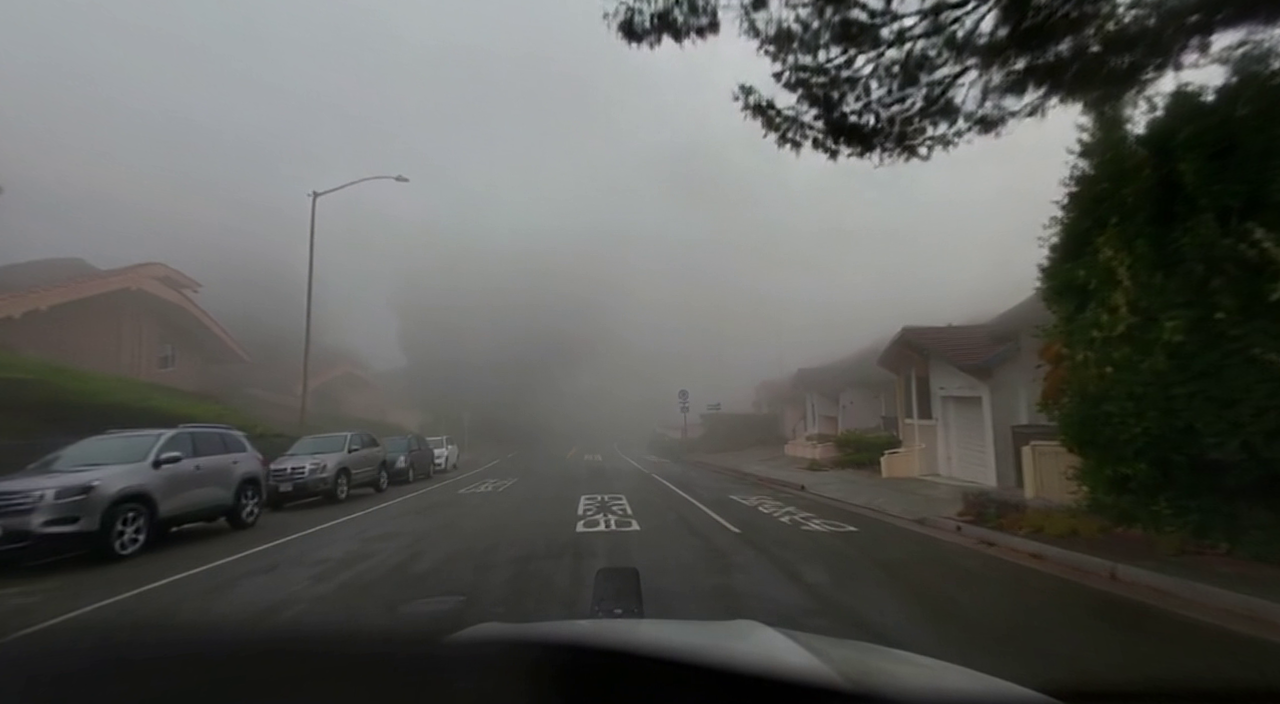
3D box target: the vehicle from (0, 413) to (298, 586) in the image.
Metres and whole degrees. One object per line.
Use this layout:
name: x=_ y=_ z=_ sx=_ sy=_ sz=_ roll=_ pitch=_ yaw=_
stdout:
vehicle: x=-6.826 y=1.808 z=8.682 sx=2.147 sy=1.780 sz=4.165 roll=0 pitch=-8 yaw=-5

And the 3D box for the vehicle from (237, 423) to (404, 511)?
vehicle: x=-7.327 y=2.637 z=15.064 sx=1.865 sy=1.750 sz=4.507 roll=0 pitch=-8 yaw=-4
